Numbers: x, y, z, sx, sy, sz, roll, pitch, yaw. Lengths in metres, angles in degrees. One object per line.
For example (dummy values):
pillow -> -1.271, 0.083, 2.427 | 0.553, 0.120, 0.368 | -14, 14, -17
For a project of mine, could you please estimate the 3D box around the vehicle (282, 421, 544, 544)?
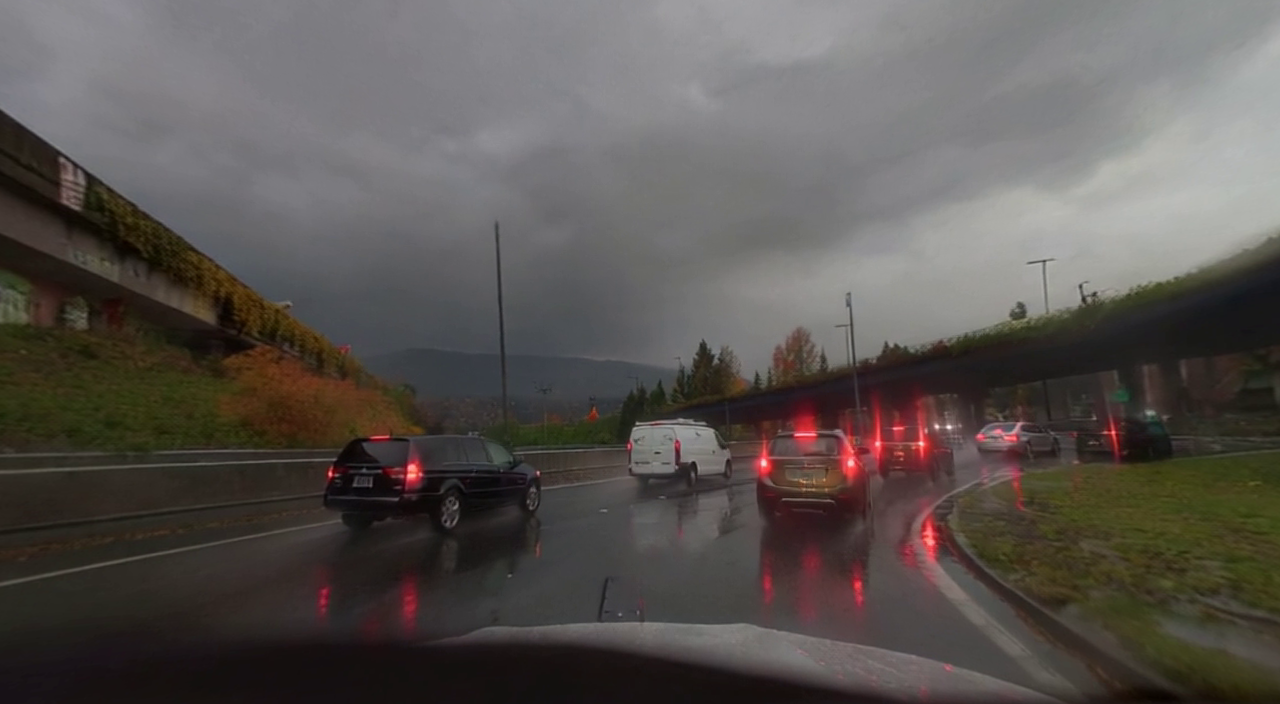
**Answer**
vehicle -> -3.363, 2.023, 10.303 | 1.921, 1.554, 4.081 | -3, -9, 17

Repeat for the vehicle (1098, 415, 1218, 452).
vehicle -> 21.865, 3.468, 26.496 | 3.934, 1.485, 1.763 | 2, -9, -13

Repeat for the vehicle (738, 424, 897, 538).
vehicle -> 3.160, 2.077, 10.628 | 2.064, 1.515, 3.722 | -4, -10, 23

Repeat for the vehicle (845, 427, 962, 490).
vehicle -> 7.481, 2.955, 17.579 | 1.830, 1.519, 4.253 | -7, -11, 38

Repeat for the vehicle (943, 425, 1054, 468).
vehicle -> 13.128, 3.463, 22.881 | 3.902, 1.446, 1.780 | 5, -11, -32

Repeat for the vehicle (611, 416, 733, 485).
vehicle -> 1.067, 2.953, 18.867 | 1.835, 1.825, 4.005 | -6, -11, 34
